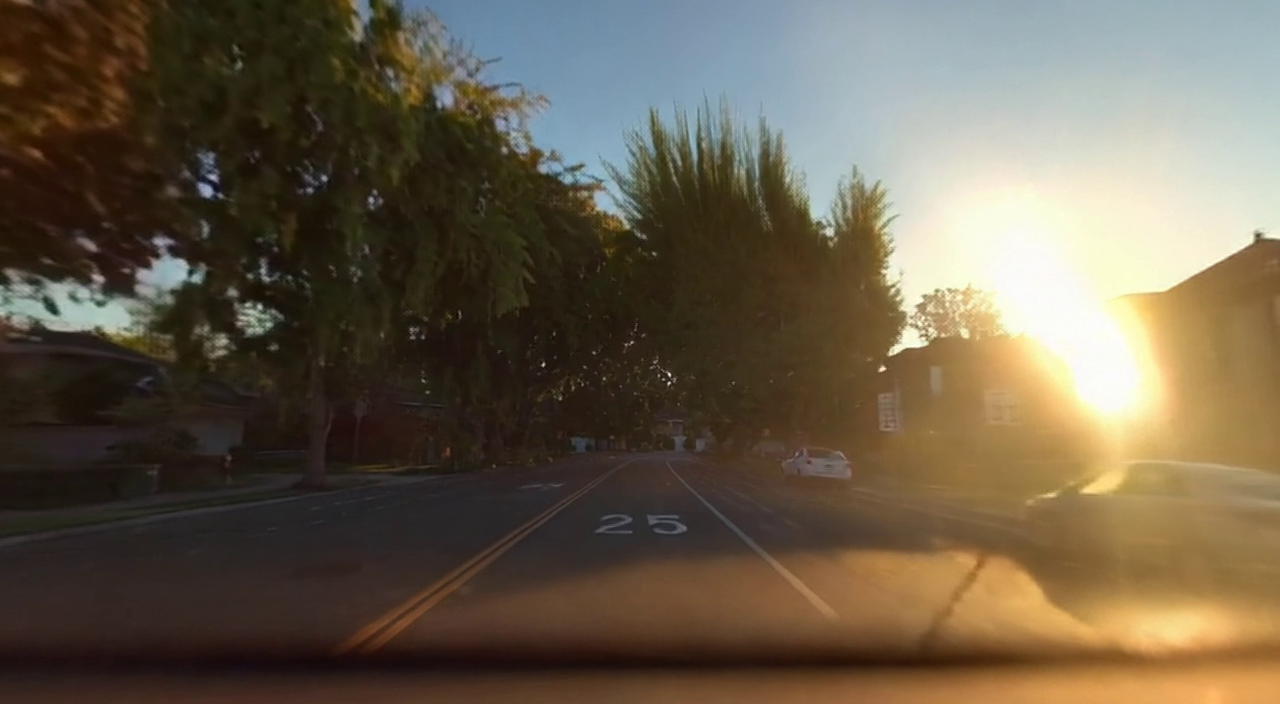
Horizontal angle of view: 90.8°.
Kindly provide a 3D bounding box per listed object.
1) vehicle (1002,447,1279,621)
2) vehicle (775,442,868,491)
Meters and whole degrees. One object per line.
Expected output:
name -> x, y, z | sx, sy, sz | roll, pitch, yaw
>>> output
vehicle -> 6.397, 1.834, 7.215 | 1.913, 1.479, 4.209 | 0, -9, -2
vehicle -> 6.288, 4.009, 22.456 | 1.893, 1.543, 4.434 | 0, -9, -2
